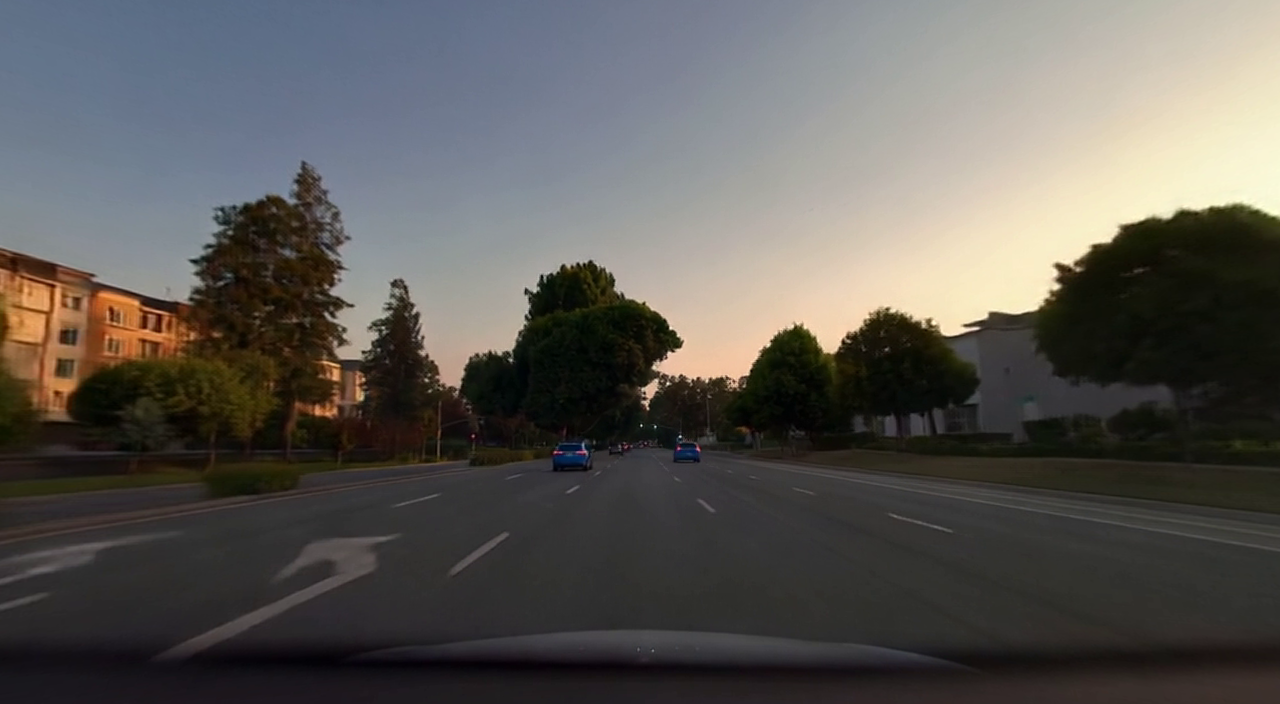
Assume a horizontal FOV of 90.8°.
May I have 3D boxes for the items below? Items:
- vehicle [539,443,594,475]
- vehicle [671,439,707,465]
[{"bbox_3d":[-3.539,5.208,31.029,2.112,1.471,4.212,0,-8,1],"label":"vehicle"},{"bbox_3d":[3.313,6.848,43.539,2.072,1.696,4.177,0,-8,-1],"label":"vehicle"}]
